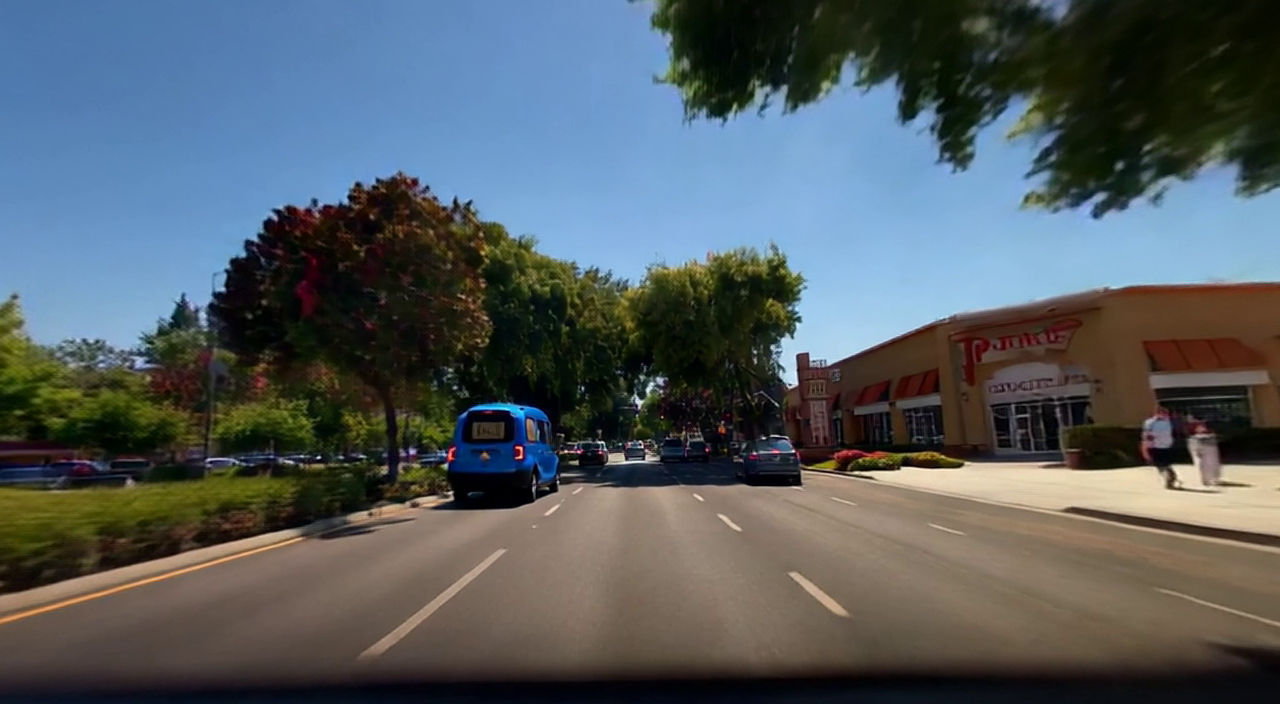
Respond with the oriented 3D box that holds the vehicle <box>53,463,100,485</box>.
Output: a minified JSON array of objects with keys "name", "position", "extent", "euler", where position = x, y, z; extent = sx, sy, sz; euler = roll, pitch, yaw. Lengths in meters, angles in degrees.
[{"name":"vehicle","position":[-42.034,9.064,47.100],"extent":[4.478,1.494,1.934],"euler":[-8,-11,41]}]

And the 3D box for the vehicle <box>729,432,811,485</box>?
[{"name":"vehicle","position":[4.375,3.655,21.990],"extent":[1.869,1.646,4.166],"euler":[0,-9,-1]}]

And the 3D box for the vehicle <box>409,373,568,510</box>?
[{"name":"vehicle","position":[-3.432,2.265,15.925],"extent":[2.443,2.784,5.862],"euler":[0,-9,1]}]

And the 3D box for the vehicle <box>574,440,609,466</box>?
[{"name":"vehicle","position":[-3.340,7.068,44.452],"extent":[2.030,1.724,4.365],"euler":[0,-9,1]}]
